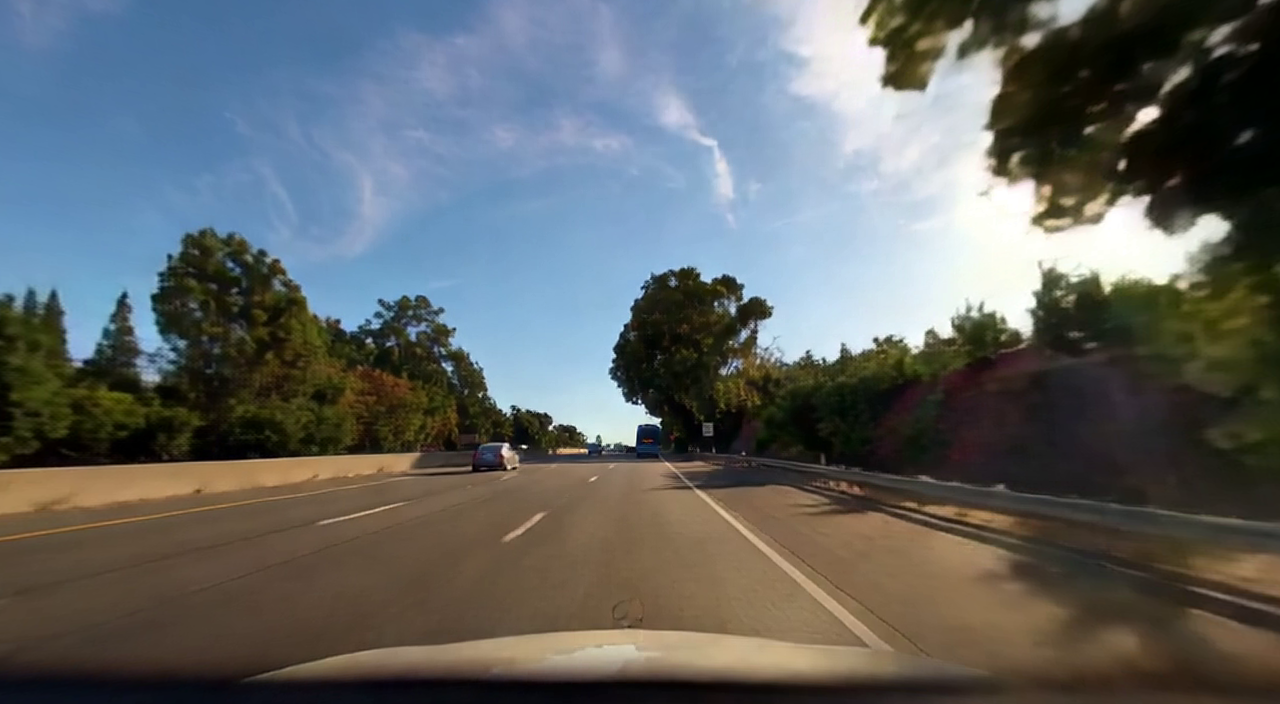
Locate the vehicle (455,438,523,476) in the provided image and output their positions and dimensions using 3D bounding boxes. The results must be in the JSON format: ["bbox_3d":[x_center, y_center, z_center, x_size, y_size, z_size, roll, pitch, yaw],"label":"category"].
[{"bbox_3d":[-7.190,5.052,30.535,2.080,1.674,4.660,0,-8,1],"label":"vehicle"}]
